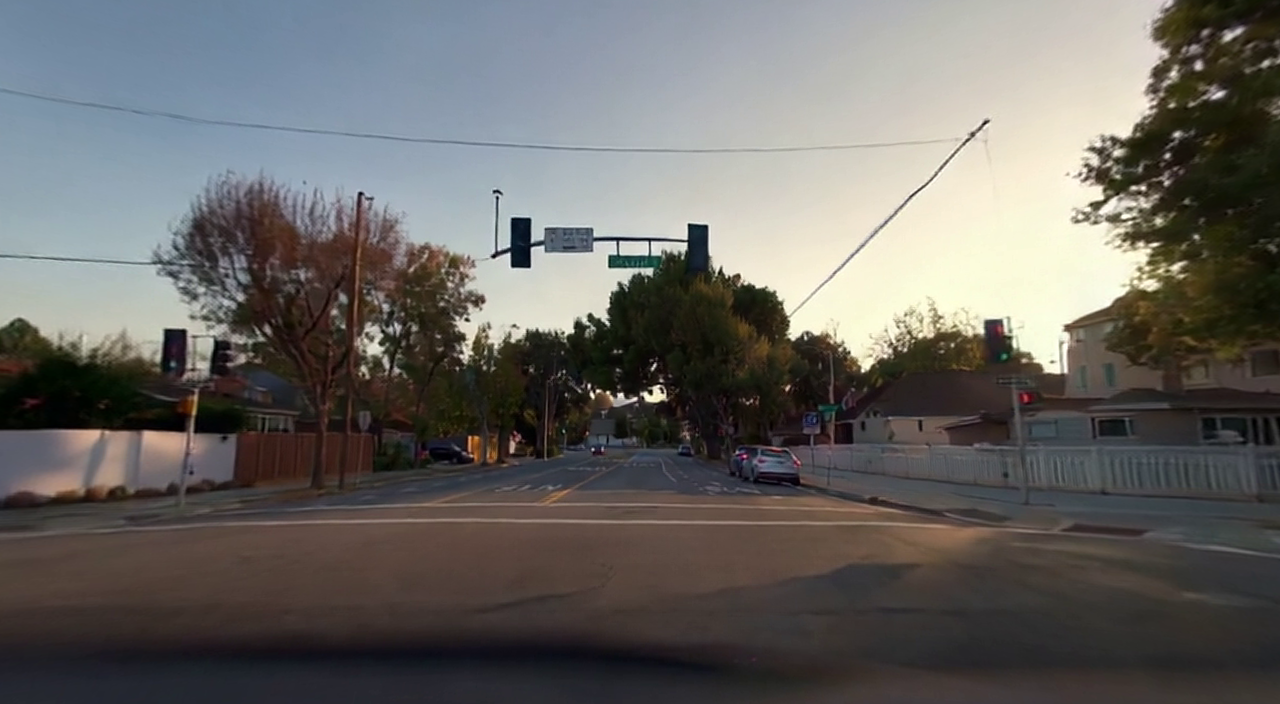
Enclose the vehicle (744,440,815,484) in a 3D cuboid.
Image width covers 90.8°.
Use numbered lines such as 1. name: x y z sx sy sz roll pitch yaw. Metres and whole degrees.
1. vehicle: 5.502 4.383 25.513 1.891 1.611 4.269 0 -8 0
